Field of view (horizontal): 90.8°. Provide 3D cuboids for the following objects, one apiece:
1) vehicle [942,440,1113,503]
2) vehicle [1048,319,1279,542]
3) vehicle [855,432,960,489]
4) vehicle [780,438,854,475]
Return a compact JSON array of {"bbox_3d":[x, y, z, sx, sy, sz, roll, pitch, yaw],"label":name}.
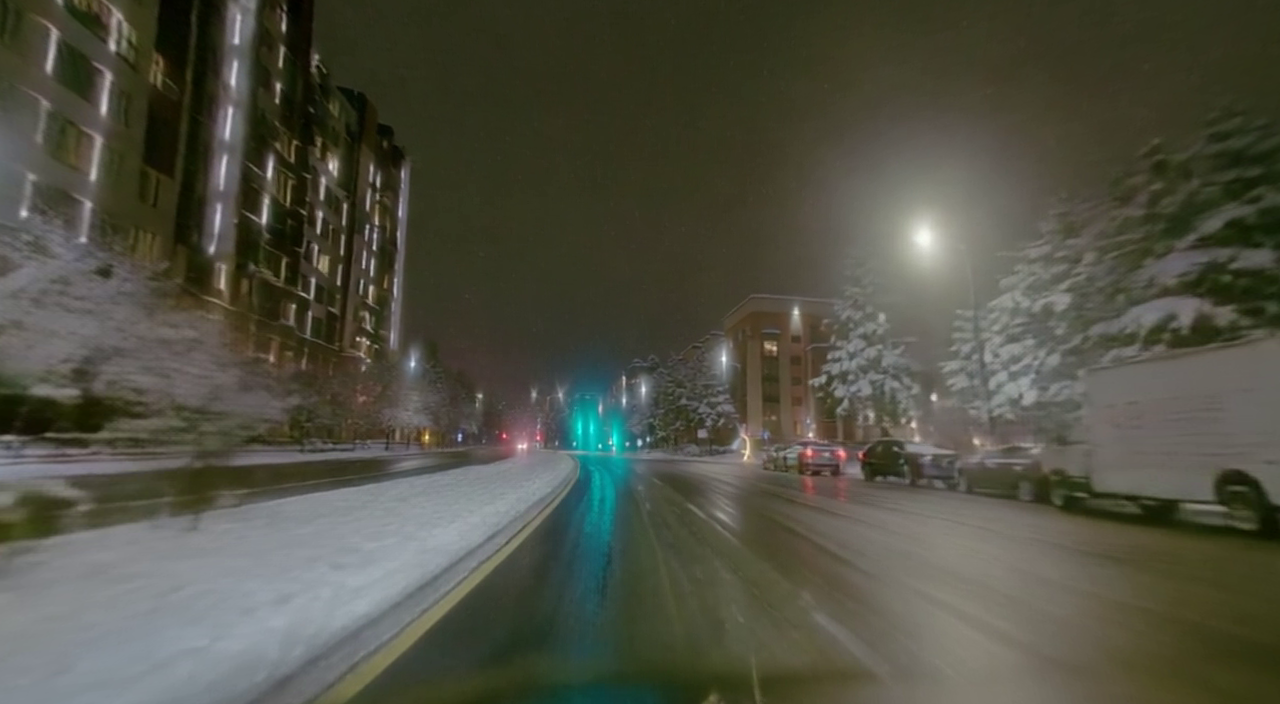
[{"bbox_3d":[10.669,3.299,17.870,1.885,1.545,4.377,1,-9,-3],"label":"vehicle"},{"bbox_3d":[10.874,1.439,11.152,2.853,3.253,6.441,0,-9,-1],"label":"vehicle"},{"bbox_3d":[10.420,4.259,25.055,1.916,1.889,4.675,4,-9,-4],"label":"vehicle"},{"bbox_3d":[9.464,5.634,34.240,2.211,1.831,5.275,1,-9,-3],"label":"vehicle"}]
